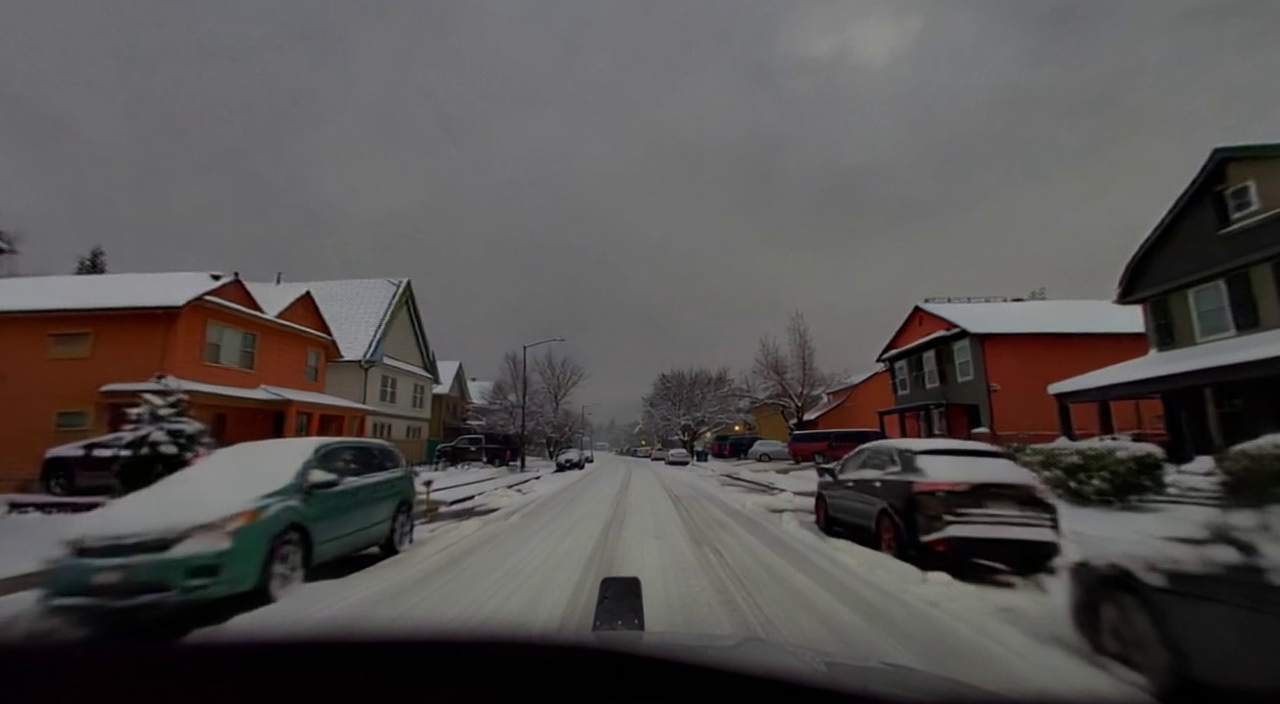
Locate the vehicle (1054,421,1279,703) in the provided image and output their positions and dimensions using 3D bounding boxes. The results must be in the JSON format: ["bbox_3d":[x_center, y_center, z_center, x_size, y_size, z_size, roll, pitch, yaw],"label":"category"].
[{"bbox_3d":[3.417,0.874,1.462,1.888,1.484,4.476,0,-8,1],"label":"vehicle"}]

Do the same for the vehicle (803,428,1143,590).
[{"bbox_3d":[3.755,1.830,8.300,2.077,1.512,4.513,0,-8,1],"label":"vehicle"}]

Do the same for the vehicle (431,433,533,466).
[{"bbox_3d":[-9.755,6.079,39.364,5.843,1.985,2.294,1,-9,-6],"label":"vehicle"}]

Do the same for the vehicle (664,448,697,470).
[{"bbox_3d":[2.914,7.855,46.426,1.869,1.458,4.324,1,-8,-3],"label":"vehicle"}]

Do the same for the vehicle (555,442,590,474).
[{"bbox_3d":[-4.691,7.413,44.322,2.230,1.782,4.628,0,-4,-4],"label":"vehicle"}]

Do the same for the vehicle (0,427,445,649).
[{"bbox_3d":[-3.873,1.612,6.822,2.089,1.508,4.537,2,-7,-1],"label":"vehicle"}]
